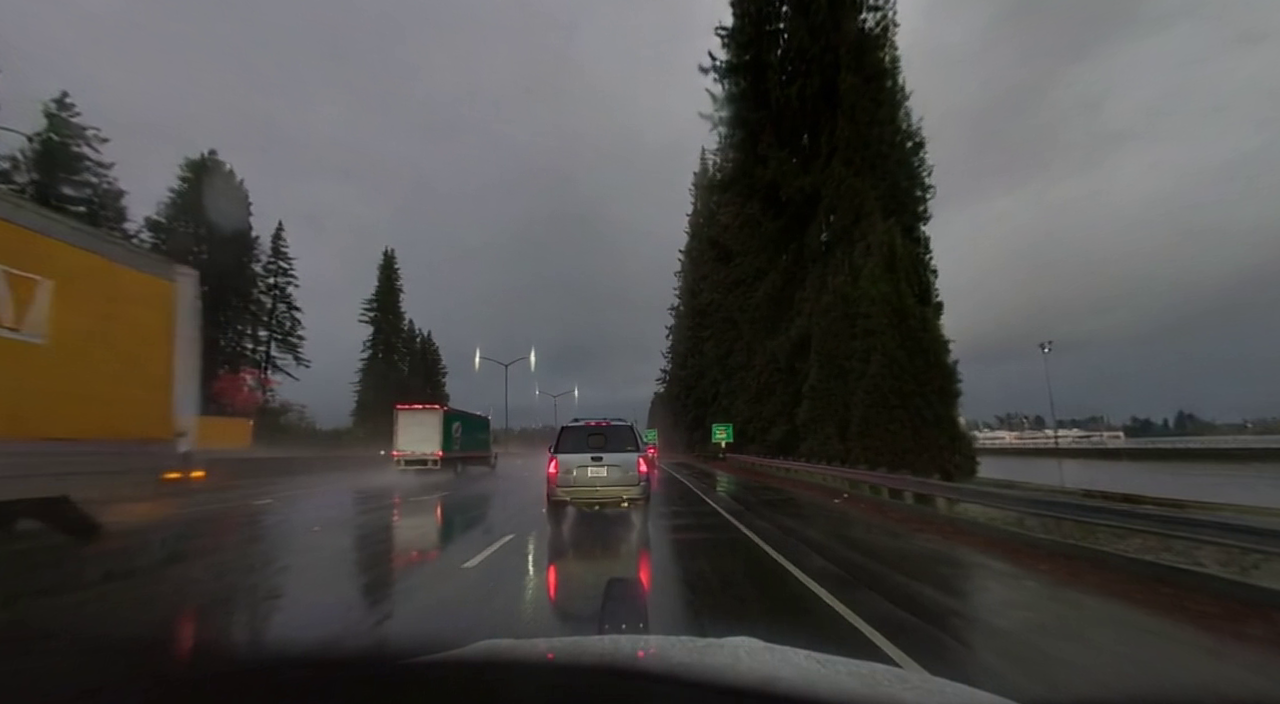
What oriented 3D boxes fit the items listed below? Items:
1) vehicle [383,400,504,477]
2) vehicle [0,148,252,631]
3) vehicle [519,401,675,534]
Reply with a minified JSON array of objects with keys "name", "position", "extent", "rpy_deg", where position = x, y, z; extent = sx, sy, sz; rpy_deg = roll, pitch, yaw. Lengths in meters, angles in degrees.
[{"name":"vehicle","position":[-10.792,5.064,36.598],"extent":[3.347,3.686,12.113],"rpy_deg":[0,-8,-1]},{"name":"vehicle","position":[-6.167,0.059,3.165],"extent":[2.876,3.584,9.195],"rpy_deg":[0,-8,-3]},{"name":"vehicle","position":[-0.539,2.124,12.103],"extent":[2.395,2.013,4.734],"rpy_deg":[-1,-8,3]}]
